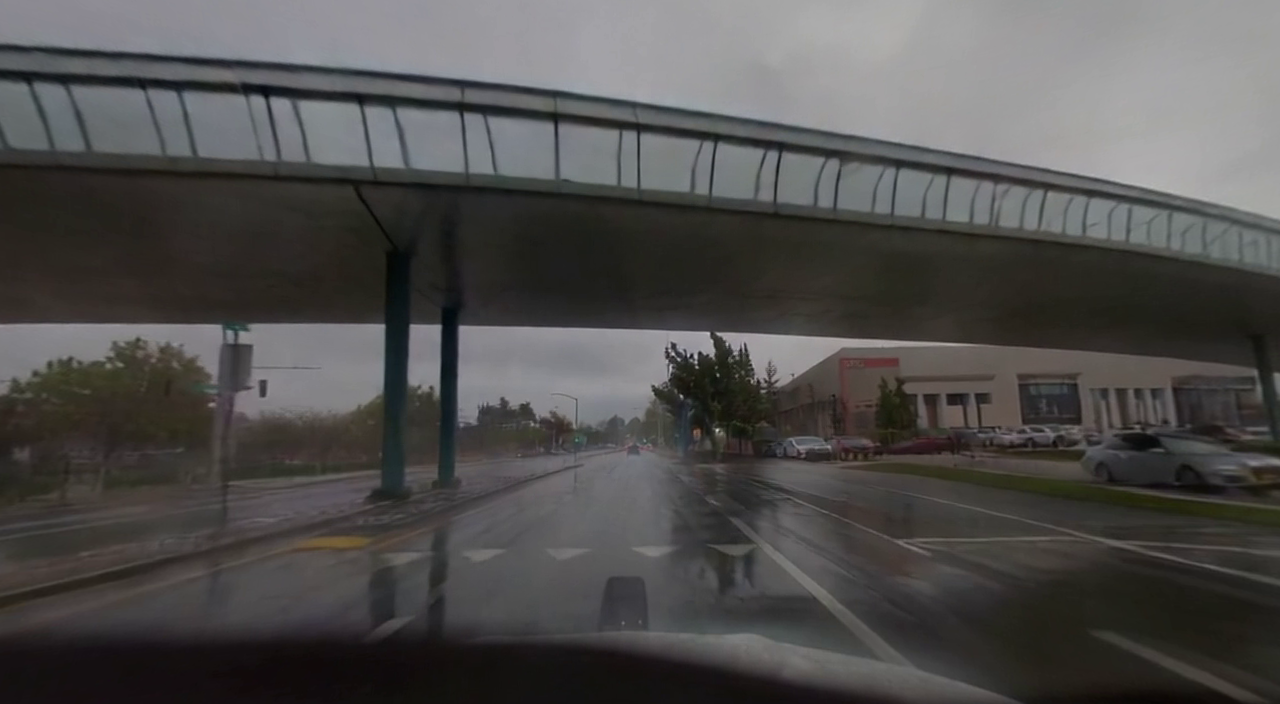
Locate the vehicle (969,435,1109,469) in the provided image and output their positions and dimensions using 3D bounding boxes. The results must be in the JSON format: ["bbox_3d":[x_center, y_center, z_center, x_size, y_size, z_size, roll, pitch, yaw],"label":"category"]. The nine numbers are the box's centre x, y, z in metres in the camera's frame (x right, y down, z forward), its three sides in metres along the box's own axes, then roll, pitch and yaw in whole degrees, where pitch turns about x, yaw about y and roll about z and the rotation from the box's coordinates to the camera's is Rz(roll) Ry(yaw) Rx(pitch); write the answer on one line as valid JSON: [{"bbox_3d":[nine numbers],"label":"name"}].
[{"bbox_3d":[17.295,4.352,27.380,4.647,1.421,2.050,-1,-8,2],"label":"vehicle"}]

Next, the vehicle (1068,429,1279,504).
[{"bbox_3d":[14.411,2.878,16.429,2.078,1.523,4.760,2,-6,-34],"label":"vehicle"}]
